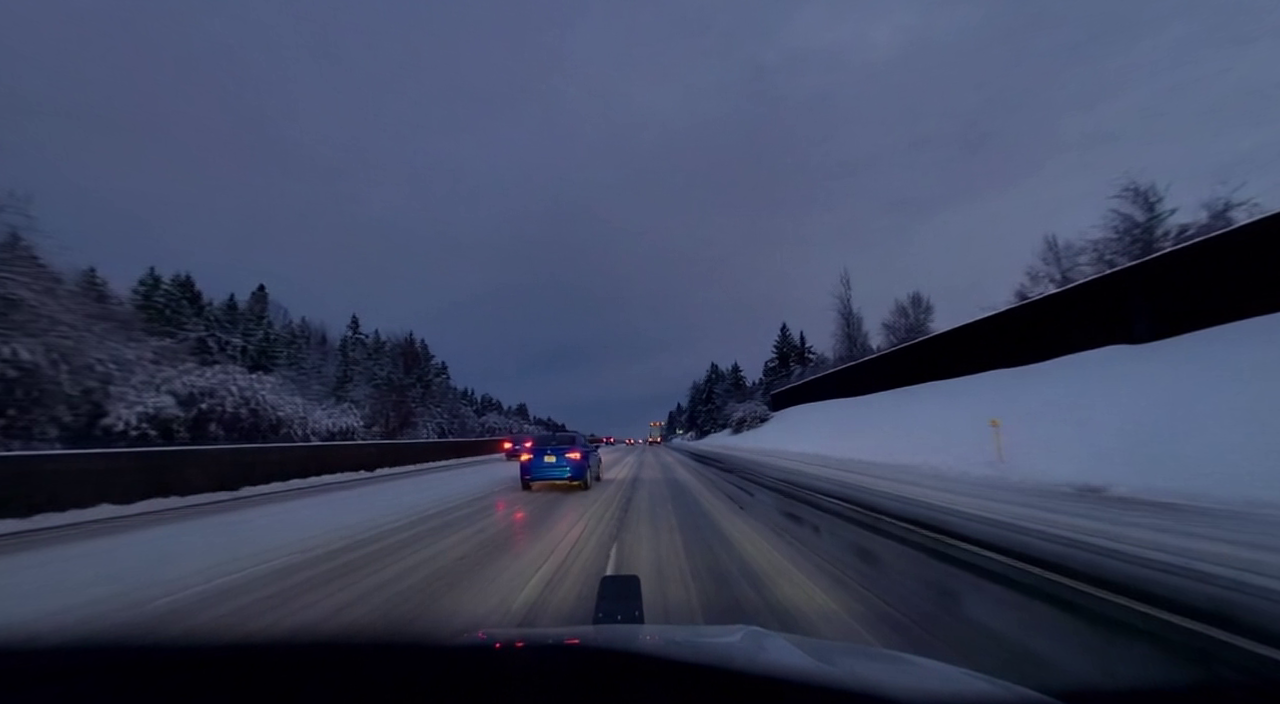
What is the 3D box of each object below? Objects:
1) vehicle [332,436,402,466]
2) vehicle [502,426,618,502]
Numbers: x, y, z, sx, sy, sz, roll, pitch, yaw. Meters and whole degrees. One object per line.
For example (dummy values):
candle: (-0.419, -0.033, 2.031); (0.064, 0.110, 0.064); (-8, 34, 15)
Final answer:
vehicle: (-15.321, 5.552, 35.487); (2.035, 1.566, 4.061); (0, -8, 1)
vehicle: (-1.675, 2.507, 14.586); (2.079, 1.500, 3.881); (0, -8, 2)
